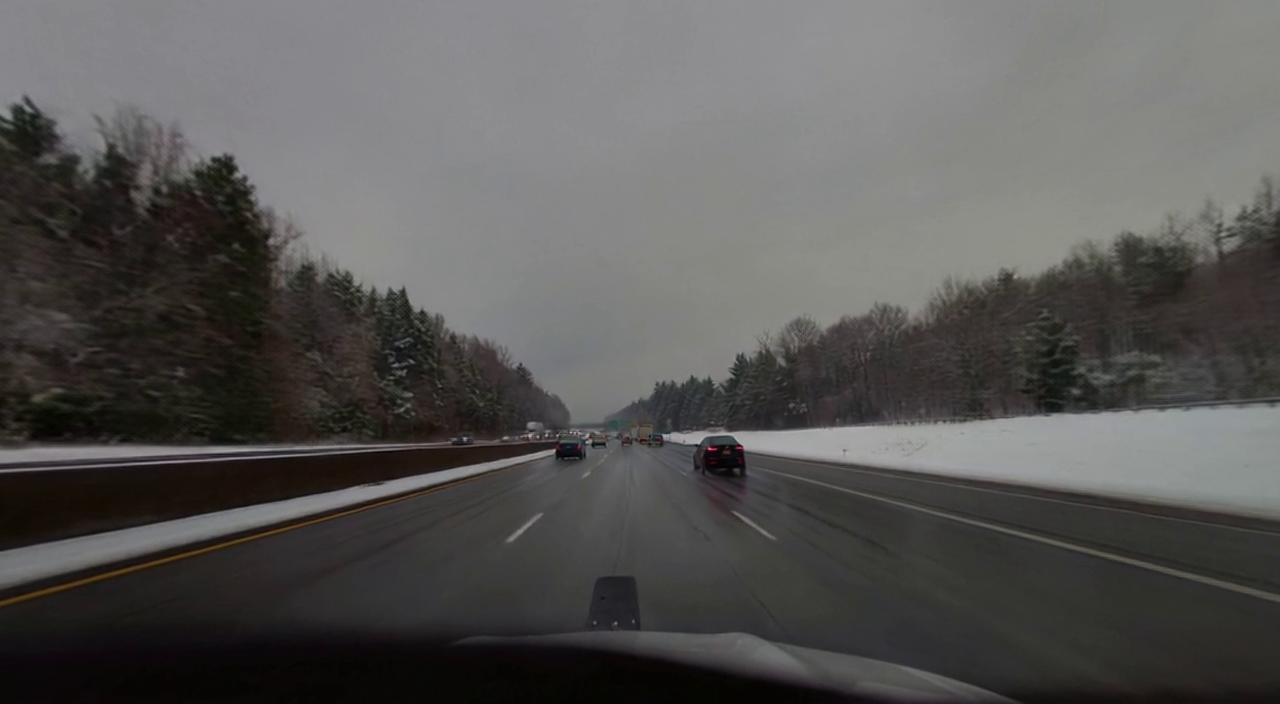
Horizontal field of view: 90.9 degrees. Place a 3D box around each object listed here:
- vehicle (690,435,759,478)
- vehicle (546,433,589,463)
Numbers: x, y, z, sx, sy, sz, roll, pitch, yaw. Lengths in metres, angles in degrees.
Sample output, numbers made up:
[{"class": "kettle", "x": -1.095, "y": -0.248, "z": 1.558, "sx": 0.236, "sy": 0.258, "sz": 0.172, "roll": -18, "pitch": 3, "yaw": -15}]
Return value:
[{"class": "vehicle", "x": 3.131, "y": 3.936, "z": 24.166, "sx": 1.990, "sy": 1.480, "sz": 3.865, "roll": 0, "pitch": -8, "yaw": -2}, {"class": "vehicle", "x": -4.184, "y": 5.583, "z": 37.068, "sx": 2.011, "sy": 1.614, "sz": 4.808, "roll": 0, "pitch": -8, "yaw": -1}]
